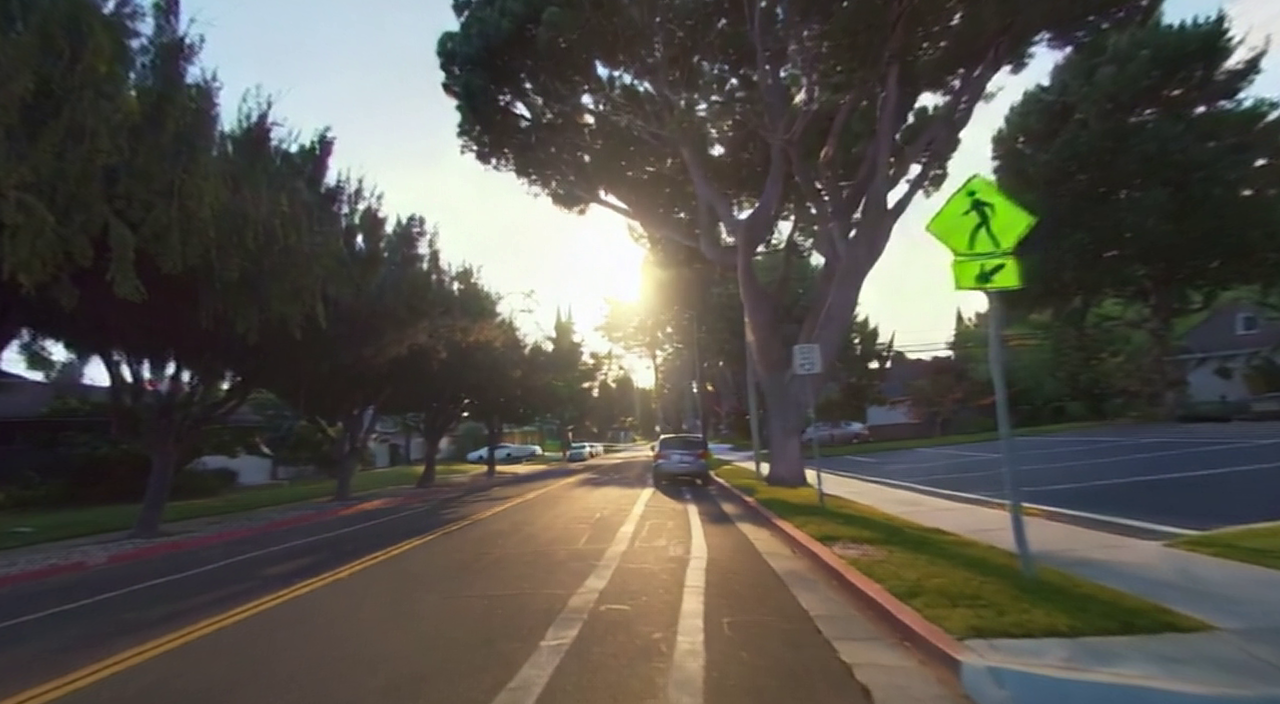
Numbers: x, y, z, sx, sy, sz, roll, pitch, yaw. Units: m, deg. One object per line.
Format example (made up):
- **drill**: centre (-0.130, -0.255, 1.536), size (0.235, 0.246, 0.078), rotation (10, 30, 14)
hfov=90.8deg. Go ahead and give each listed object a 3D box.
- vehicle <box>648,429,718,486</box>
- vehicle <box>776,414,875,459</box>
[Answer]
- **vehicle**: centre (1.445, 3.682, 22.294), size (2.204, 1.776, 4.262), rotation (-1, -8, 2)
- **vehicle**: centre (9.071, 4.126, 30.898), size (4.390, 1.696, 1.954), rotation (-2, -7, -29)
